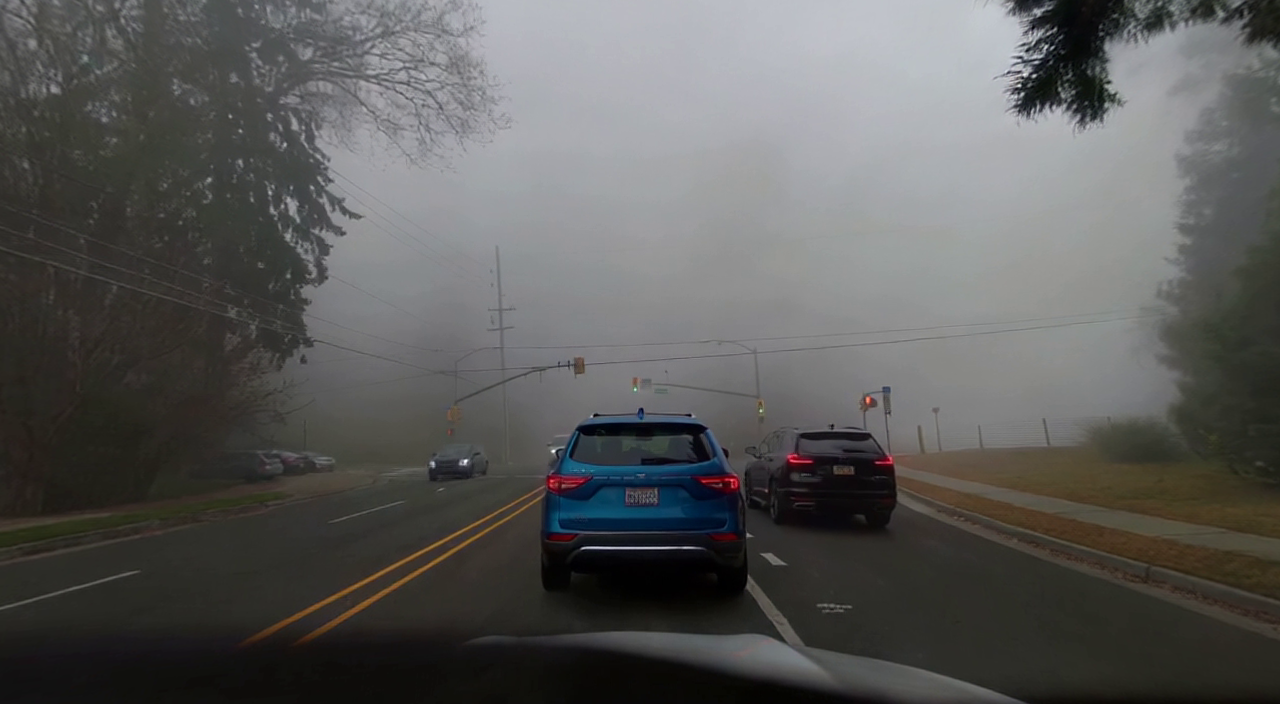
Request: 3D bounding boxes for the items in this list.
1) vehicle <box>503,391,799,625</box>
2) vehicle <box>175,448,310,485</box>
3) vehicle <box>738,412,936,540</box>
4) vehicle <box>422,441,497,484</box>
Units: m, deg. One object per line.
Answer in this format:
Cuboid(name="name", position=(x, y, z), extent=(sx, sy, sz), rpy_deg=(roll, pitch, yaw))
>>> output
Cuboid(name="vehicle", position=(0.060, 1.437, 6.736), extent=(2.151, 1.695, 4.100), rpy_deg=(0, -8, -1))
Cuboid(name="vehicle", position=(-16.123, 4.645, 25.722), extent=(4.245, 1.446, 1.827), rpy_deg=(0, -8, 1))
Cuboid(name="vehicle", position=(3.081, 2.039, 10.958), extent=(1.967, 1.756, 4.281), rpy_deg=(0, -8, -1))
Cuboid(name="vehicle", position=(-7.537, 4.638, 26.734), extent=(1.985, 1.672, 3.960), rpy_deg=(0, -8, 0))
